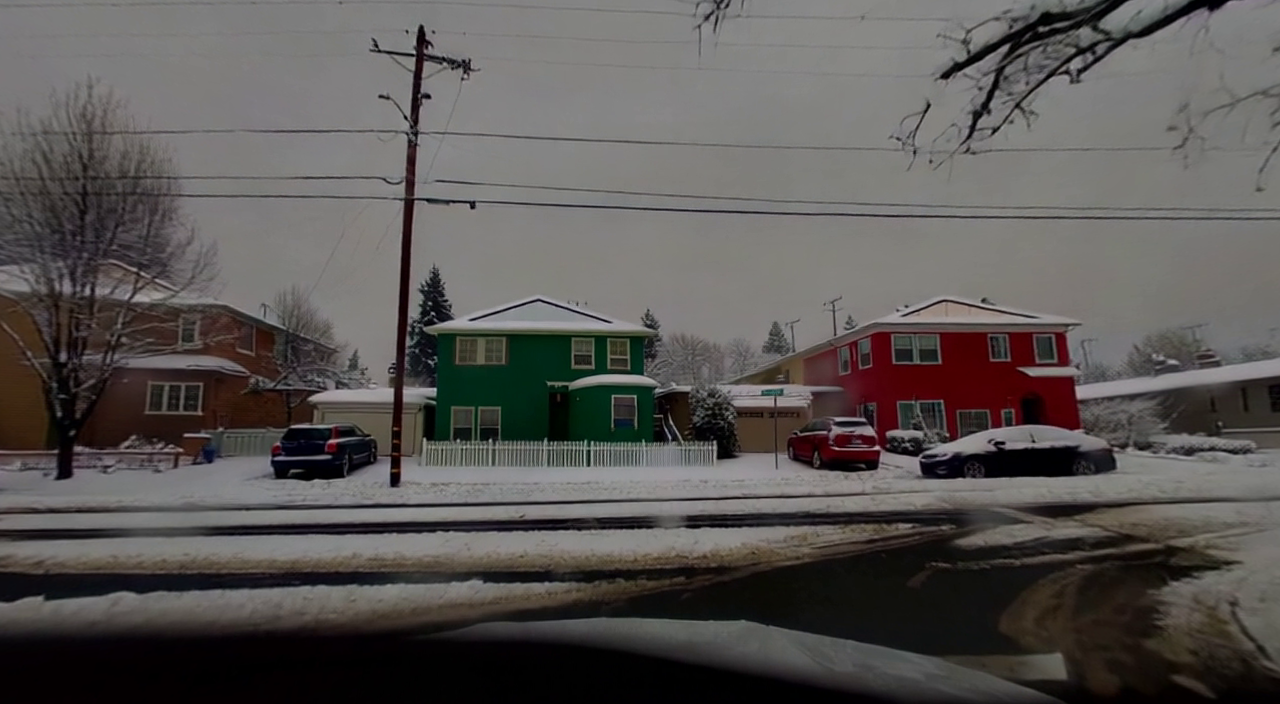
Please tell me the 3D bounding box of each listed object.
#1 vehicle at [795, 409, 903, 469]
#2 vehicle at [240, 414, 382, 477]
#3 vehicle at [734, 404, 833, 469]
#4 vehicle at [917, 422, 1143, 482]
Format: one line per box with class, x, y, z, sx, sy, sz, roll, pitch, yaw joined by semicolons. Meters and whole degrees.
vehicle;6.719;2.859;20.789;2.053;1.756;4.034;0;-8;-2
vehicle;-10.262;3.005;20.174;2.091;1.760;4.760;0;-8;-2
vehicle;4.536;2.711;20.648;2.081;1.891;4.367;0;-6;-2
vehicle;10.191;2.655;16.753;4.644;1.482;1.997;0;-9;0
